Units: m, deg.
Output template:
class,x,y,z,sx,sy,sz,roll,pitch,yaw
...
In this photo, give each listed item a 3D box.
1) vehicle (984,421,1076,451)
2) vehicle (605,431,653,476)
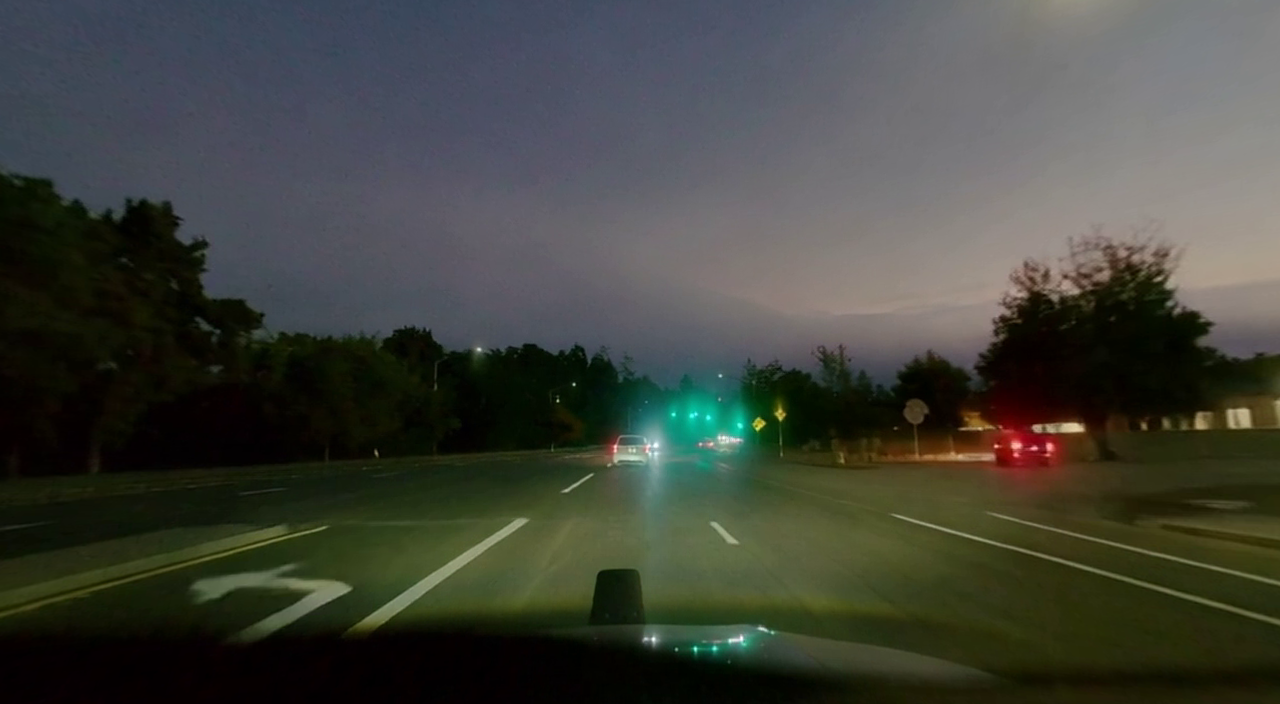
class,x,y,z,sx,sy,sz,roll,pitch,yaw
vehicle,22.656,4.964,36.703,1.826,1.621,4.546,2,-9,-13
vehicle,-0.453,4.905,30.588,2.072,2.002,4.391,0,-8,2
